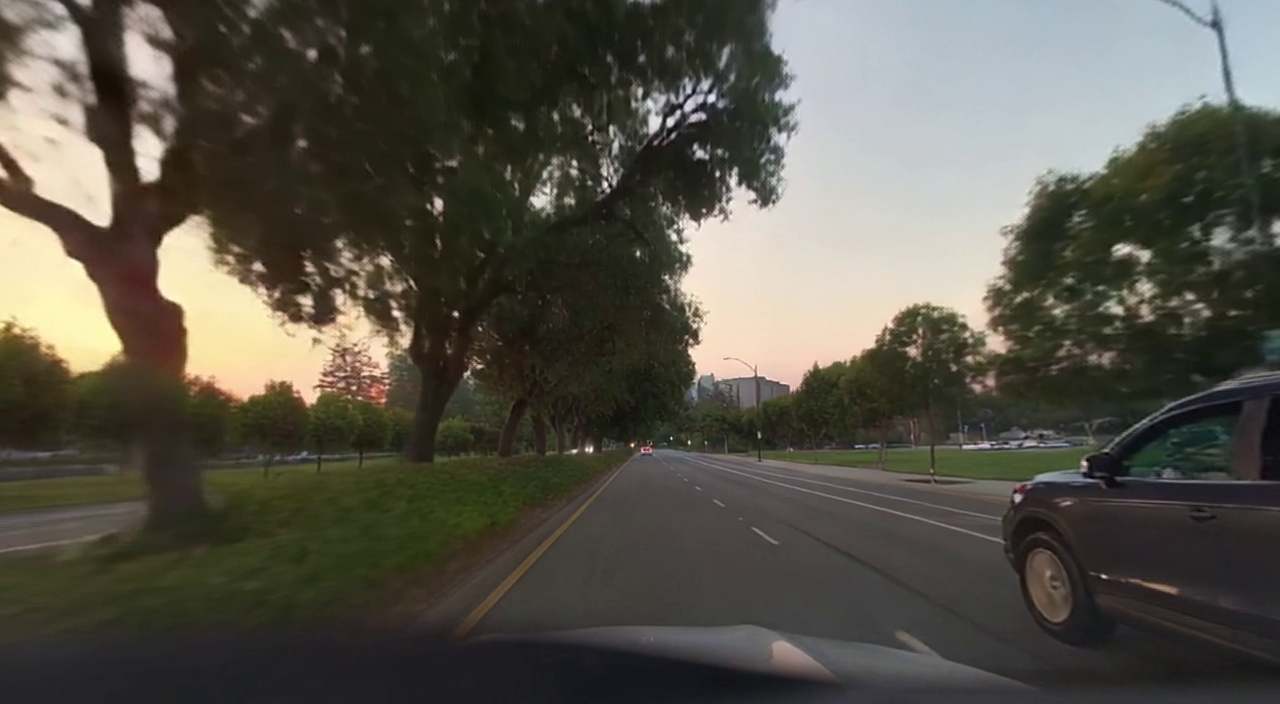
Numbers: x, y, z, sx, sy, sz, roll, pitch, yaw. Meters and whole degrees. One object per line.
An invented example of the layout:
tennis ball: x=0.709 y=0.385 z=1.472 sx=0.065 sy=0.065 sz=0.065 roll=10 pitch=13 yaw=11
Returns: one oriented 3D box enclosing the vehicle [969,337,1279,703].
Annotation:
vehicle: x=3.694 y=0.809 z=2.481 sx=2.087 sy=1.759 sz=5.040 roll=0 pitch=-8 yaw=1
